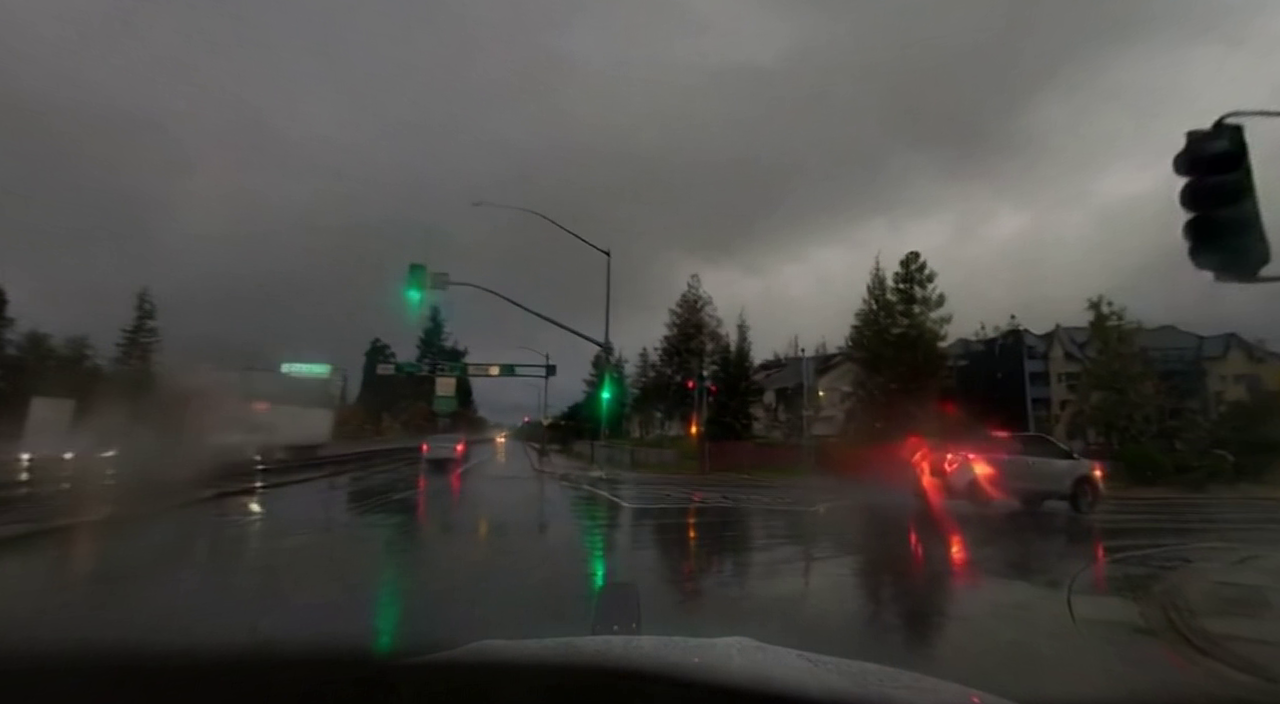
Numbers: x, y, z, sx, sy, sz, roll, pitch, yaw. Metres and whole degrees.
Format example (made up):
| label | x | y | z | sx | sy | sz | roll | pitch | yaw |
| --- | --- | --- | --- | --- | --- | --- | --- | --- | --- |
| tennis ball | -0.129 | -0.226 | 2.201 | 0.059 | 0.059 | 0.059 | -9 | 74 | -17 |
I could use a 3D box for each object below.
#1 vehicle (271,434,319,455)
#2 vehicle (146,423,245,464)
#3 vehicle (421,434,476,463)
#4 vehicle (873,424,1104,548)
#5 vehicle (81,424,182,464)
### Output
| label | x | y | z | sx | sy | sz | roll | pitch | yaw |
| --- | --- | --- | --- | --- | --- | --- | --- | --- | --- |
| vehicle | -25.029 | 6.780 | 45.948 | 1.838 | 1.434 | 4.036 | 2 | -10 | -11 |
| vehicle | -21.227 | 4.462 | 30.448 | 2.013 | 1.787 | 4.823 | 2 | -10 | -12 |
| vehicle | -10.458 | 5.342 | 34.820 | 2.004 | 1.482 | 4.799 | 1 | -9 | -6 |
| vehicle | 7.105 | 2.545 | 12.619 | 5.251 | 1.926 | 2.404 | 9 | -13 | -43 |
| vehicle | -25.925 | 4.758 | 32.440 | 1.972 | 1.898 | 4.620 | 2 | -9 | -11 |
